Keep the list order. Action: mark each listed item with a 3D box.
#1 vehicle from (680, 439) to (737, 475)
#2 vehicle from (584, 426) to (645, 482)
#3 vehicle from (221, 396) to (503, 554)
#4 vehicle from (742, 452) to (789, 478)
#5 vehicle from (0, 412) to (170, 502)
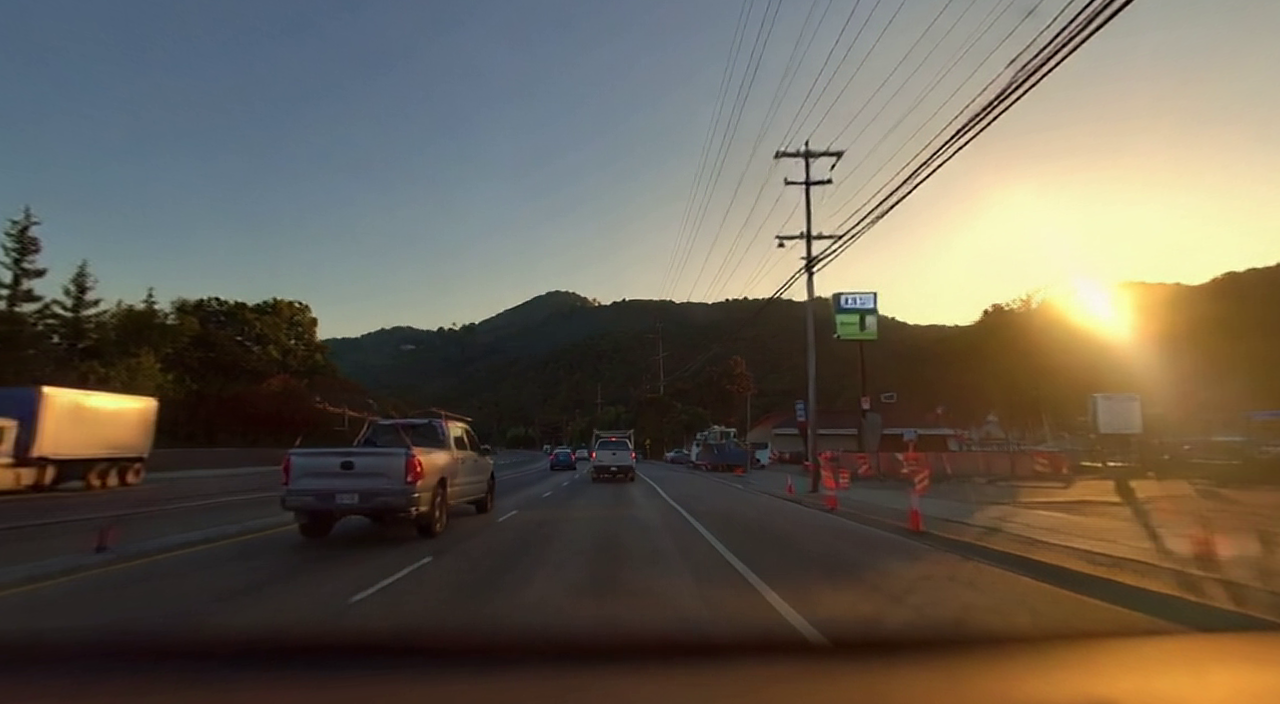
[{"bbox_3d":[4.496,7.061,42.825,2.706,2.199,6.527,1,-9,-5],"label":"vehicle"},{"bbox_3d":[-1.185,4.587,28.597,2.486,2.280,5.291,0,-9,-3],"label":"vehicle"},{"bbox_3d":[-4.167,1.994,10.981,2.345,2.012,5.693,0,-9,-1],"label":"vehicle"},{"bbox_3d":[7.950,7.190,40.377,1.933,1.480,4.249,2,-10,-3],"label":"vehicle"},{"bbox_3d":[-17.638,2.996,18.059,2.787,2.255,7.350,-1,-9,0],"label":"vehicle"}]
